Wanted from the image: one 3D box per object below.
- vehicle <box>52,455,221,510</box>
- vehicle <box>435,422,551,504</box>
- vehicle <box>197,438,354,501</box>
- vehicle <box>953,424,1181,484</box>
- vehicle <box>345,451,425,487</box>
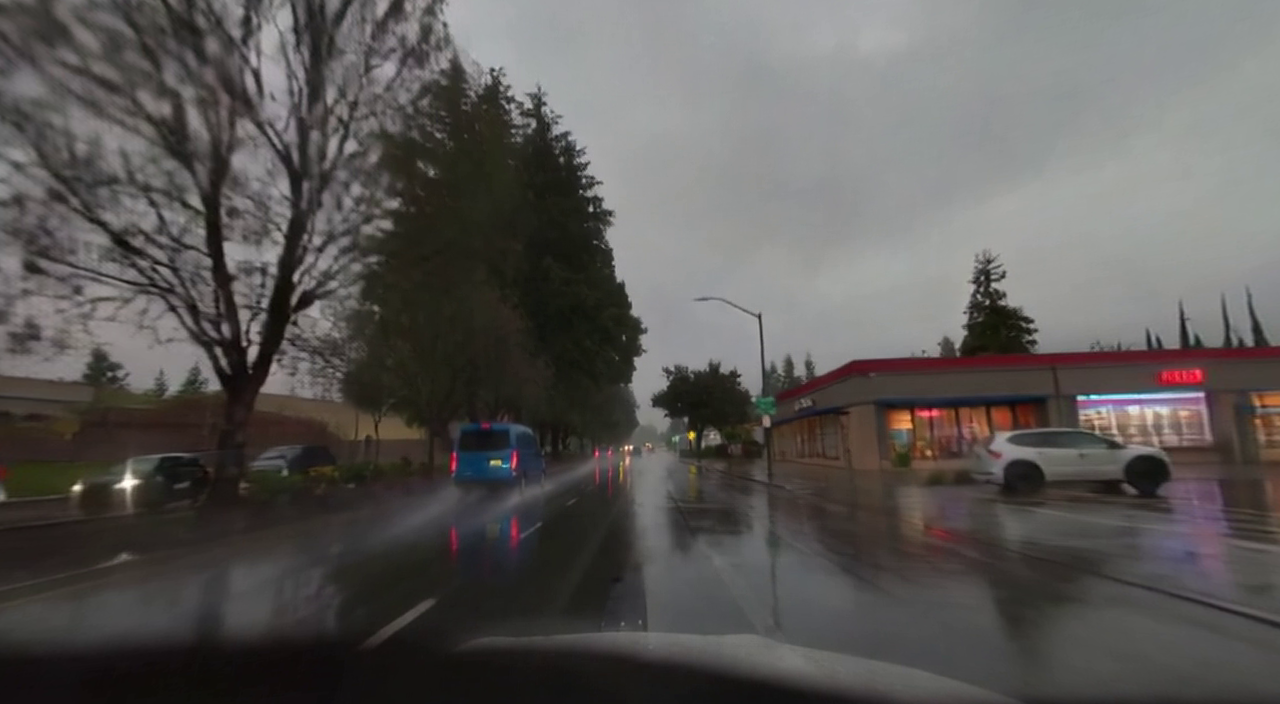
[{"bbox_3d":[-15.636,4.026,19.865,1.785,1.476,4.293,0,-9,0],"label":"vehicle"},{"bbox_3d":[-3.974,3.110,18.034,2.152,1.987,4.952,0,-9,0],"label":"vehicle"},{"bbox_3d":[-11.769,3.795,20.758,2.332,1.815,4.639,0,-9,1],"label":"vehicle"},{"bbox_3d":[11.280,2.726,16.874,4.607,1.471,1.982,0,-9,1],"label":"vehicle"},{"bbox_3d":[-11.231,5.170,28.029,1.812,1.405,4.305,0,-9,-1],"label":"vehicle"}]
